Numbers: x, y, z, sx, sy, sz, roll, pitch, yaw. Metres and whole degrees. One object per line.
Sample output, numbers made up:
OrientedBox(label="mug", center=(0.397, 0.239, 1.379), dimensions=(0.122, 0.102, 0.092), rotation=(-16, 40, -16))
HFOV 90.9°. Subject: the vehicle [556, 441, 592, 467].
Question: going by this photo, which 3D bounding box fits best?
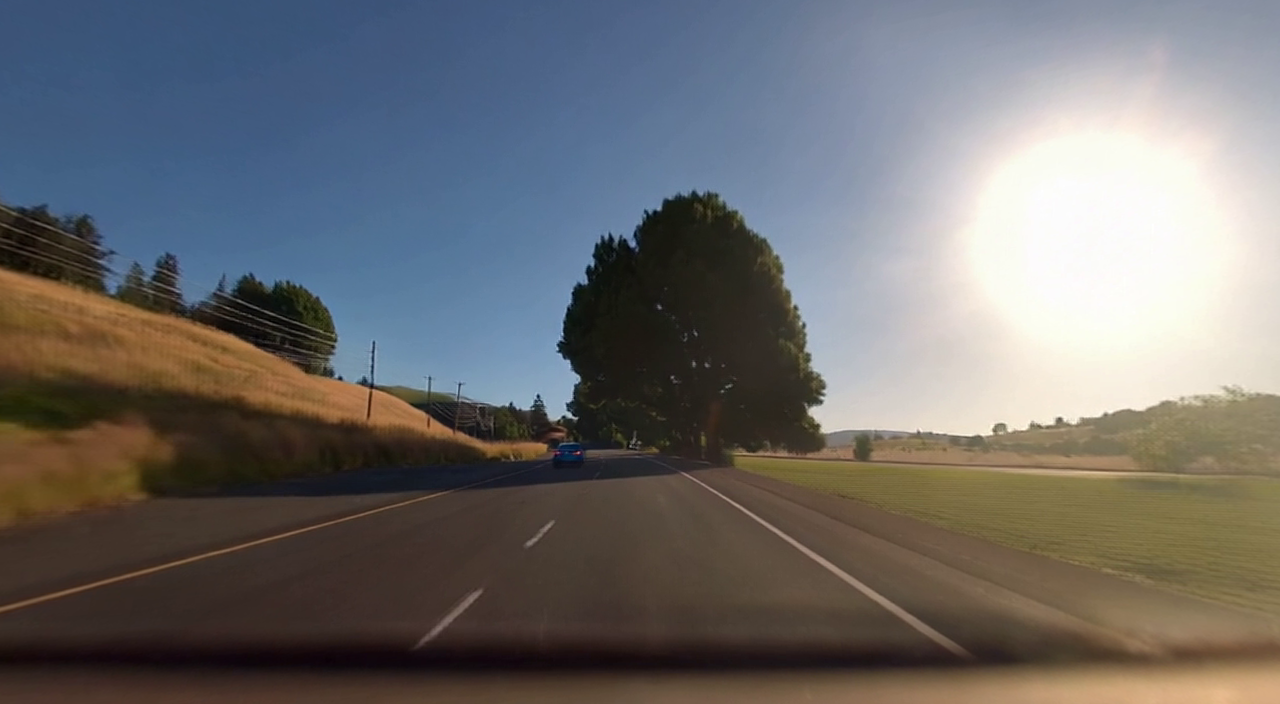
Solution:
OrientedBox(label="vehicle", center=(-4.060, 6.301, 39.237), dimensions=(1.968, 1.503, 4.443), rotation=(0, -8, -3))
